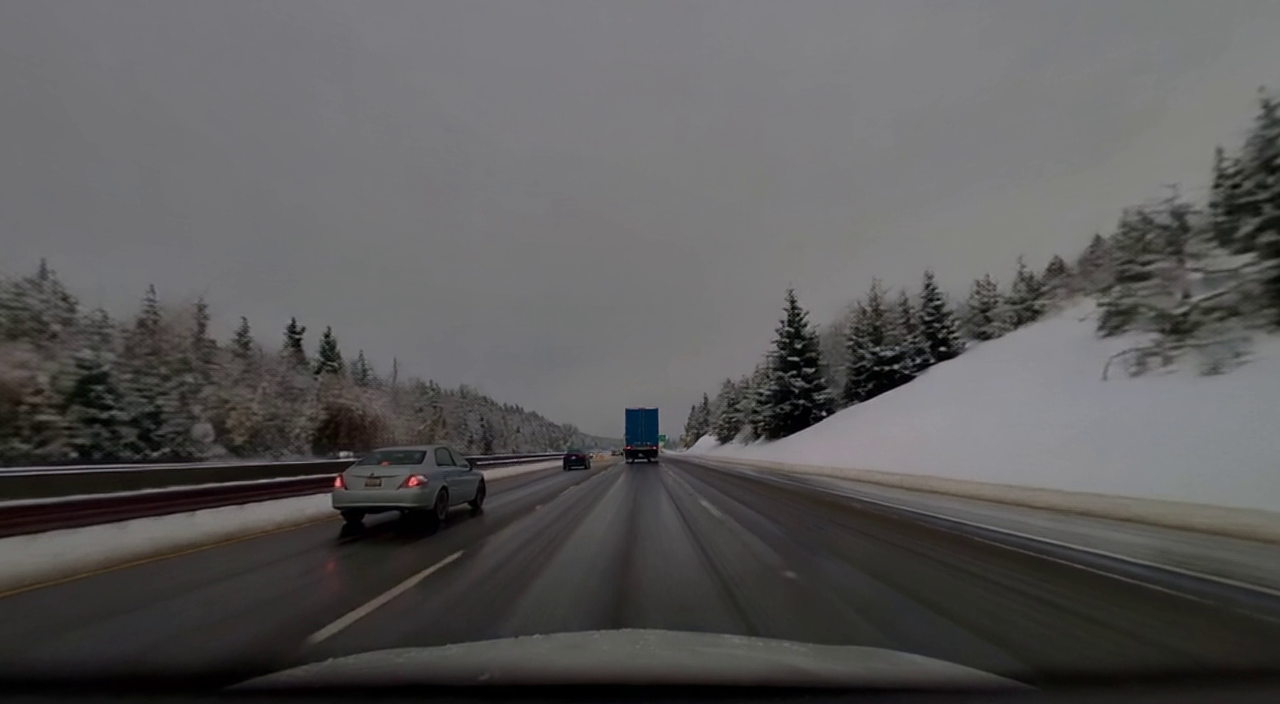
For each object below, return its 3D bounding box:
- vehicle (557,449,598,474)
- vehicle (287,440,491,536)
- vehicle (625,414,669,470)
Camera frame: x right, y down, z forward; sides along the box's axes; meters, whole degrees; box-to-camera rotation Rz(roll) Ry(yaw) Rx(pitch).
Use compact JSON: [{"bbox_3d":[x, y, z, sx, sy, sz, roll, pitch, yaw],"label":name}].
[{"bbox_3d":[-3.799,6.704,38.803,1.981,1.435,4.199,0,-9,1],"label":"vehicle"},{"bbox_3d":[-4.422,2.457,12.015,2.010,1.461,4.391,0,-9,1],"label":"vehicle"},{"bbox_3d":[0.429,6.678,46.387,2.893,3.628,9.081,0,-9,0],"label":"vehicle"}]
